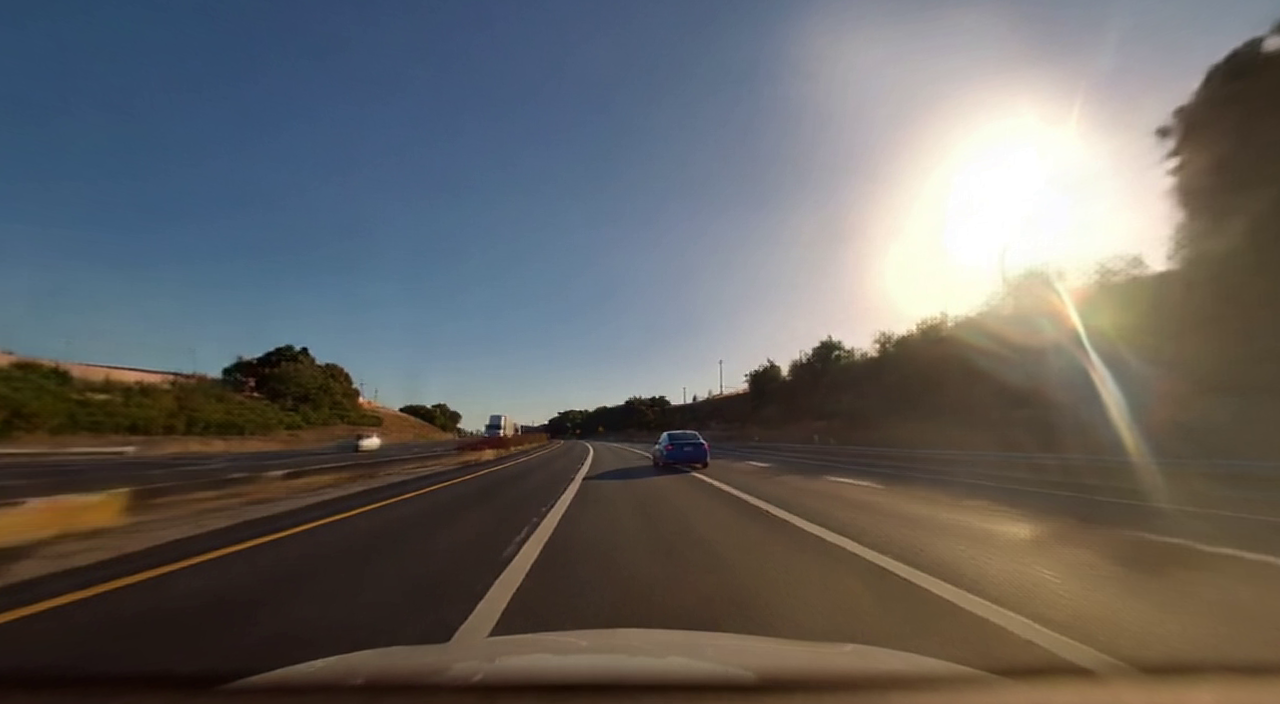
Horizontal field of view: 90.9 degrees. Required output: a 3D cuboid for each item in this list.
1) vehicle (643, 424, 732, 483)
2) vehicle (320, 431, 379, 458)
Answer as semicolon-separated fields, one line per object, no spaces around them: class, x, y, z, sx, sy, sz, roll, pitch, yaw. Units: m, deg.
vehicle;1.310;3.043;19.322;1.997;1.589;4.179;0;-8;-6
vehicle;-16.825;5.340;36.689;1.728;1.454;4.057;0;-8;-4
